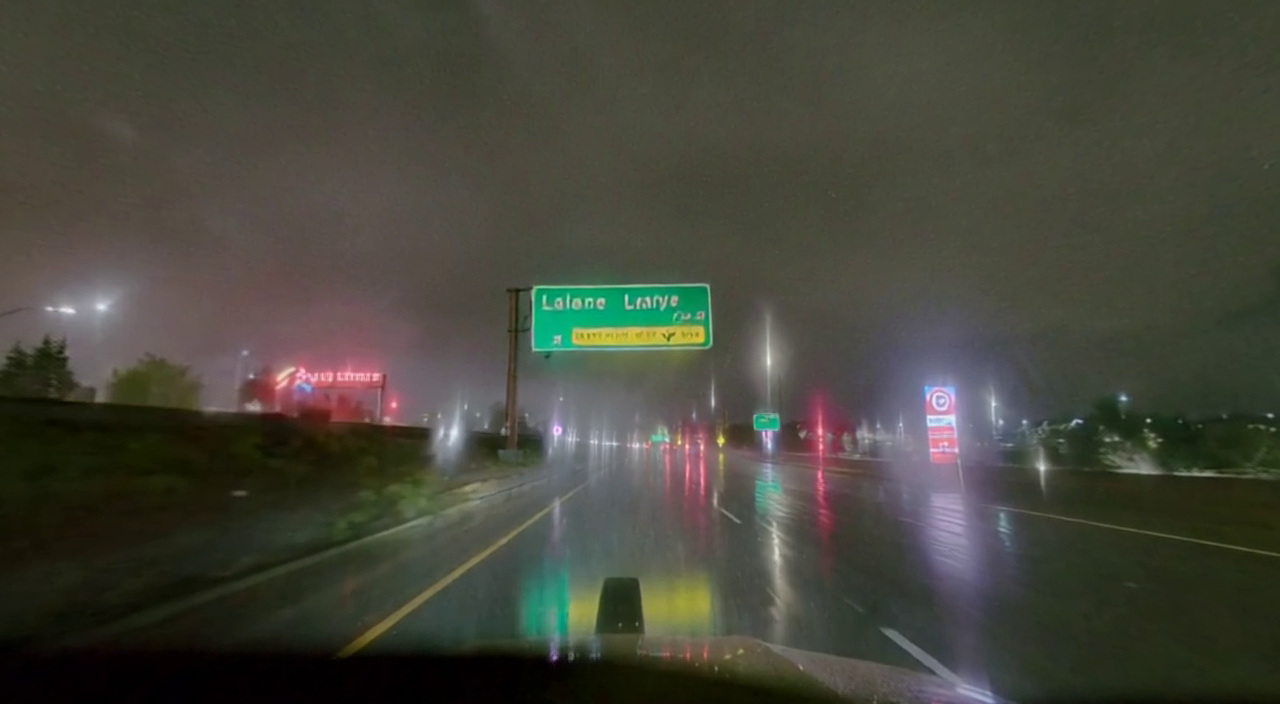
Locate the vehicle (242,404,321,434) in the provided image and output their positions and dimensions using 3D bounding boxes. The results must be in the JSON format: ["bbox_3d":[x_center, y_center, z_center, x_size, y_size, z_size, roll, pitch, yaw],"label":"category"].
[{"bbox_3d":[-21.240,4.060,37.672,1.998,1.579,4.540,0,-9,0],"label":"vehicle"}]
